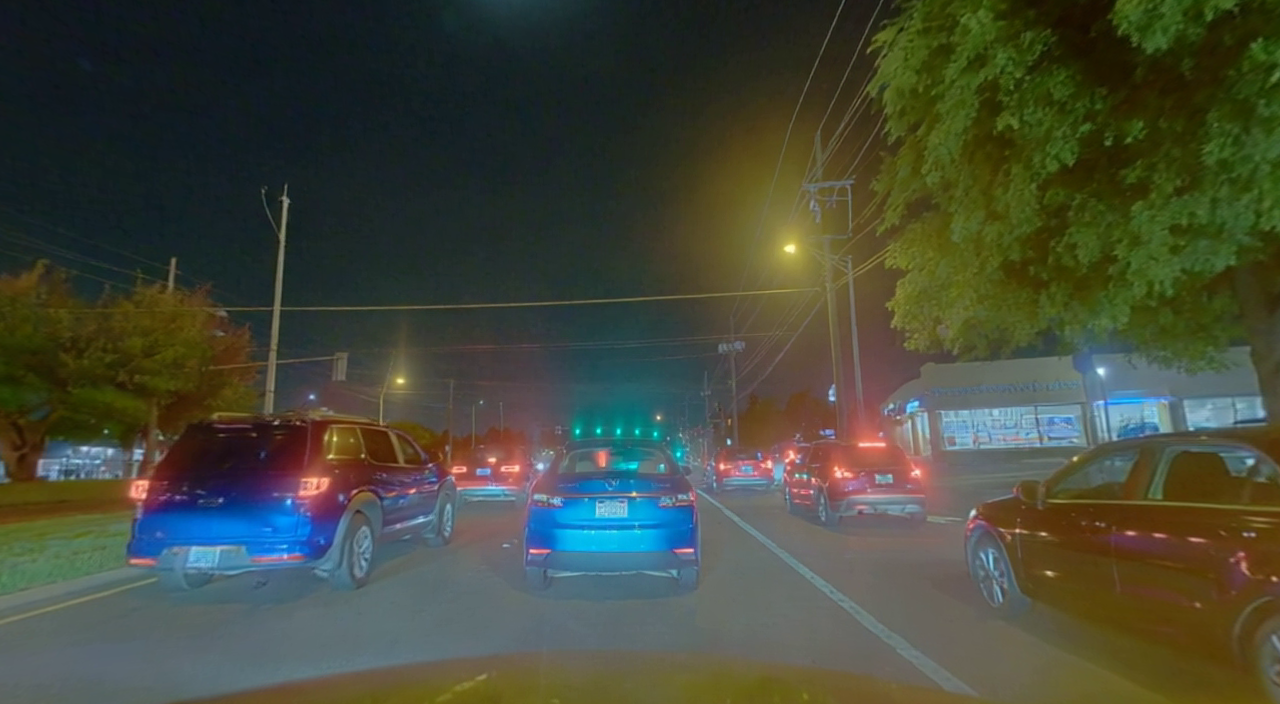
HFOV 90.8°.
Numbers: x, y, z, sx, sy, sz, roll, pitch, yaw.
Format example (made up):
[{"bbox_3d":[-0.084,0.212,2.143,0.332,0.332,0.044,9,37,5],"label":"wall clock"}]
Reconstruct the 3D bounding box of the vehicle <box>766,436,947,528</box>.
[{"bbox_3d":[3.932,2.428,12.412,1.909,1.473,4.361,0,-9,-1],"label":"vehicle"}]

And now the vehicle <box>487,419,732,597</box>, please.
[{"bbox_3d":[-0.320,1.631,7.406,2.097,1.511,3.809,0,-9,-2],"label":"vehicle"}]

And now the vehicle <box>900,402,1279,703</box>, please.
[{"bbox_3d":[3.664,1.188,4.167,1.929,1.479,4.723,0,-9,1],"label":"vehicle"}]

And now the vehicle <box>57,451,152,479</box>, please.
[{"bbox_3d":[-37.030,7.830,43.742,4.683,1.833,2.078,0,-9,2],"label":"vehicle"}]

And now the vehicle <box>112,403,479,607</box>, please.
[{"bbox_3d":[-3.435,1.602,7.500,1.979,1.697,4.254,0,-9,-1],"label":"vehicle"}]
